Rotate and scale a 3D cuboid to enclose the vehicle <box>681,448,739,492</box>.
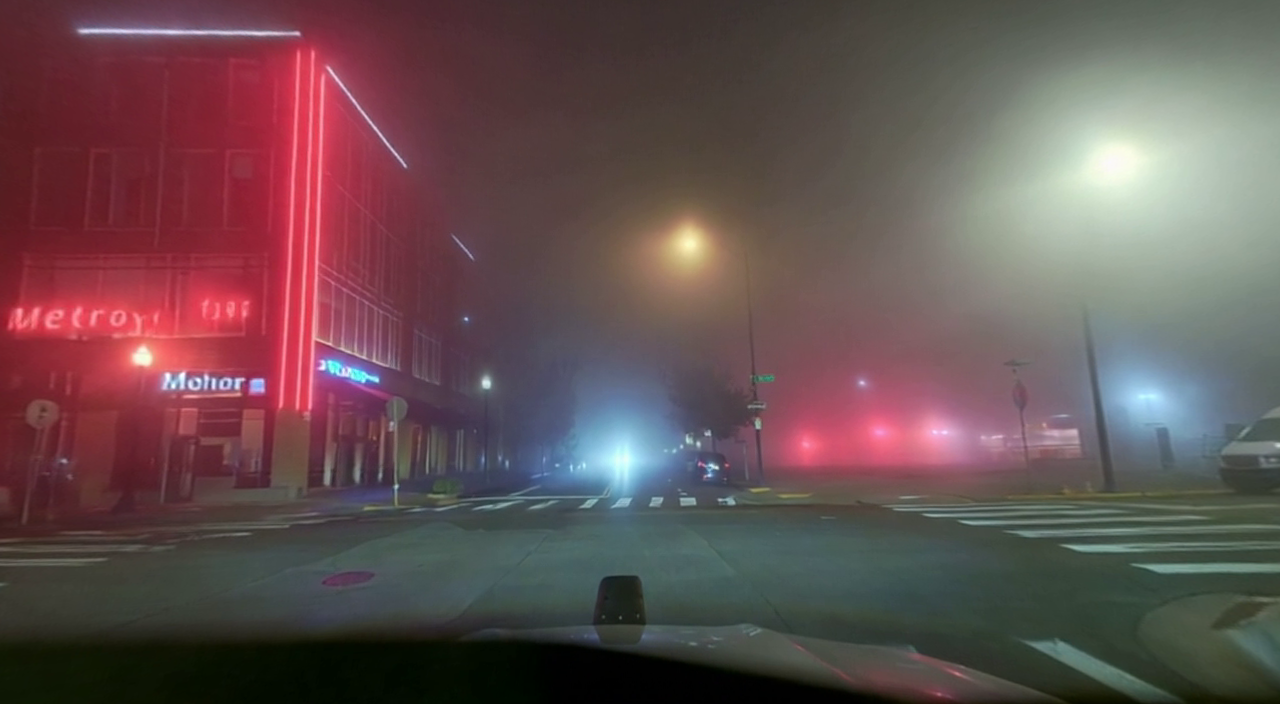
[{"bbox_3d":[2.858,4.938,26.873,1.917,1.680,4.500,0,-9,0],"label":"vehicle"}]

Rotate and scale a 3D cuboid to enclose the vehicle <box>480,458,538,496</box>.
[{"bbox_3d":[-5.720,5.505,28.072,1.864,1.447,3.887,0,-9,-2],"label":"vehicle"}]

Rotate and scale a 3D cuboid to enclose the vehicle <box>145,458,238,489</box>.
[{"bbox_3d":[-23.776,6.449,33.605,3.618,1.412,1.587,-2,-10,-7],"label":"vehicle"}]
